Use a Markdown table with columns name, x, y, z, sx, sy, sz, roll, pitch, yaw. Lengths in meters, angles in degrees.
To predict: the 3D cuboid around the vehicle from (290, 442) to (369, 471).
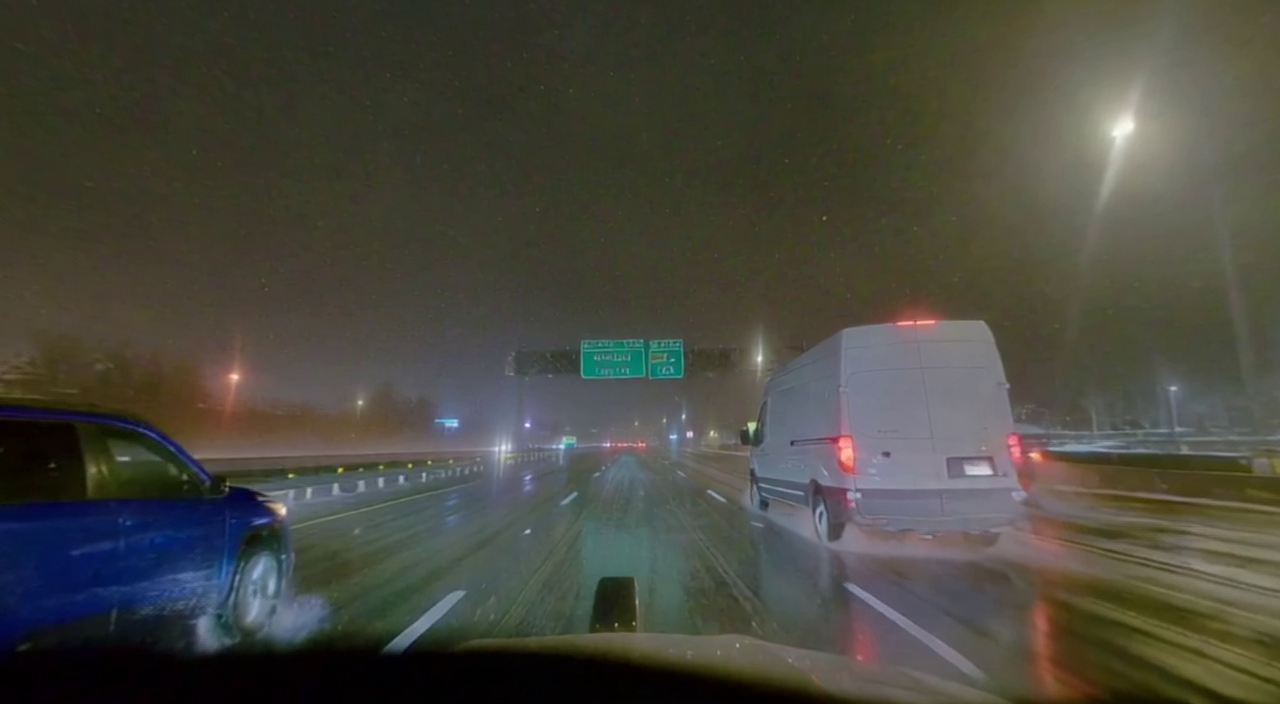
| name | x | y | z | sx | sy | sz | roll | pitch | yaw |
| --- | --- | --- | --- | --- | --- | --- | --- | --- | --- |
| vehicle | -17.912 | 6.027 | 36.714 | 2.044 | 1.573 | 4.964 | 0 | -8 | 1 |

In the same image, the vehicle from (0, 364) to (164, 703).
| name | x | y | z | sx | sy | sz | roll | pitch | yaw |
| --- | --- | --- | --- | --- | --- | --- | --- | --- | --- |
| vehicle | -3.954 | 0.715 | 1.743 | 2.000 | 1.646 | 4.201 | 0 | -8 | -1 |

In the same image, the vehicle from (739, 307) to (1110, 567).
| name | x | y | z | sx | sy | sz | roll | pitch | yaw |
| --- | --- | --- | --- | --- | --- | --- | --- | --- | --- |
| vehicle | 3.486 | 1.352 | 10.025 | 2.629 | 2.718 | 6.740 | 0 | -8 | -1 |
